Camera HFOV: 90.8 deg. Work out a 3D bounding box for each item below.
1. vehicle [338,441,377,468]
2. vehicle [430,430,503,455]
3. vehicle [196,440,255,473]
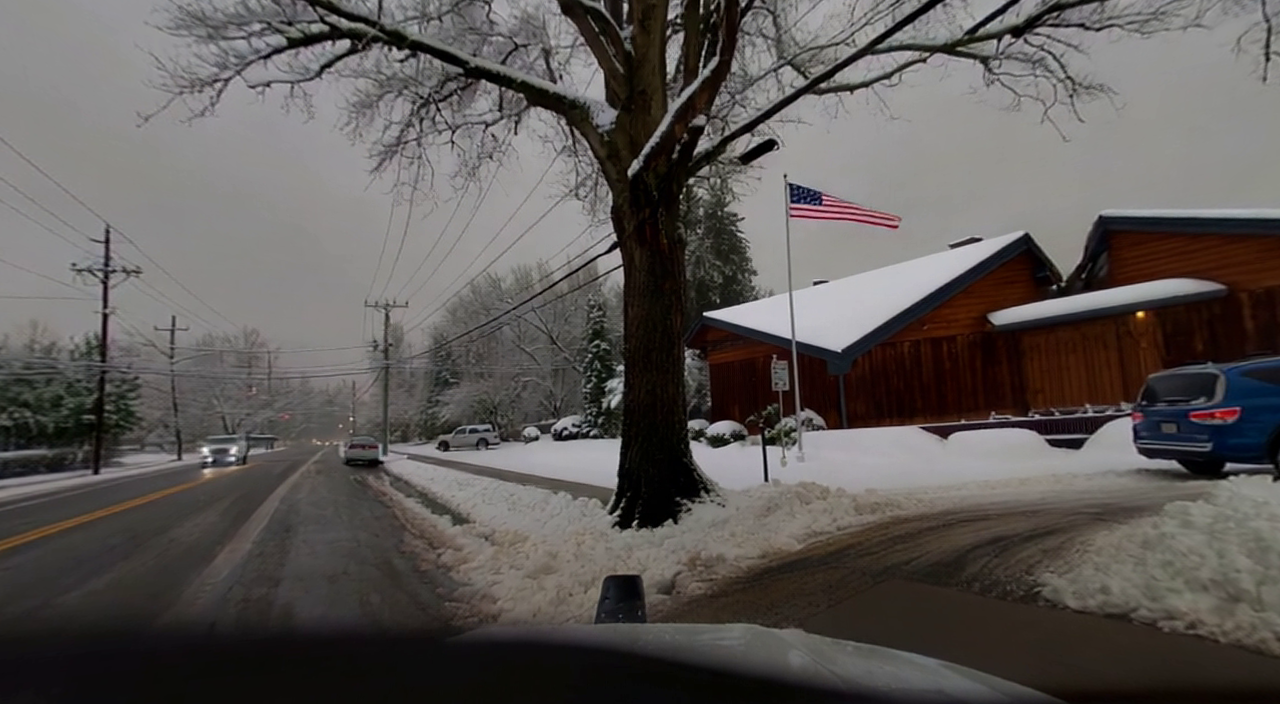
[{"bbox_3d":[-16.815,6.067,37.486,1.941,1.460,4.206,4,-10,-25],"label":"vehicle"},{"bbox_3d":[-12.558,6.537,45.651,4.767,1.735,1.920,4,-10,-26],"label":"vehicle"},{"bbox_3d":[-24.042,6.056,36.813,2.086,1.798,4.511,4,-9,-24],"label":"vehicle"}]
